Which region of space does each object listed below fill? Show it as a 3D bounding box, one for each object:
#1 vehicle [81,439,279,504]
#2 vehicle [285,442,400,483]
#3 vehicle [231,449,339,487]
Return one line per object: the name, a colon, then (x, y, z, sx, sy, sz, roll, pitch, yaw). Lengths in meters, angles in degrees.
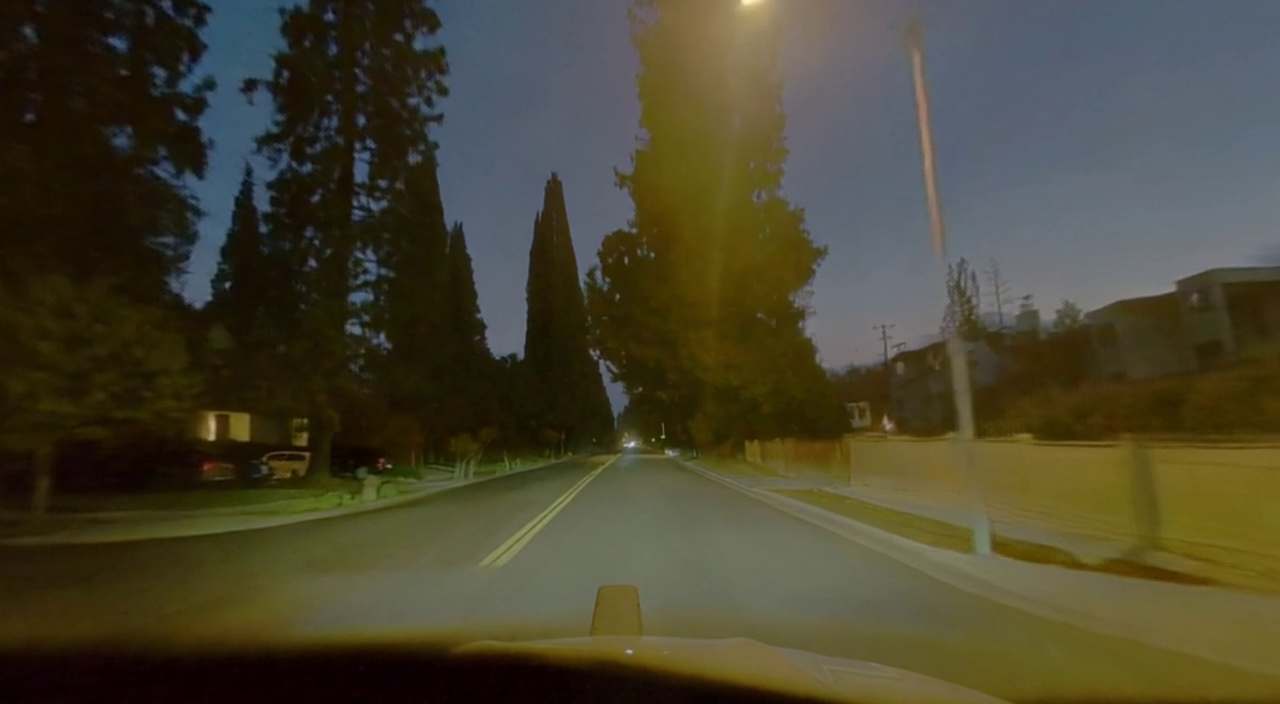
vehicle: (-14.990, 3.838, 20.897, 2.066, 1.852, 4.782, -6, -10, 33)
vehicle: (-14.332, 5.266, 30.368, 5.275, 1.807, 2.279, -5, -9, 29)
vehicle: (-15.473, 5.017, 27.521, 4.273, 1.459, 2.000, -5, -9, 27)
